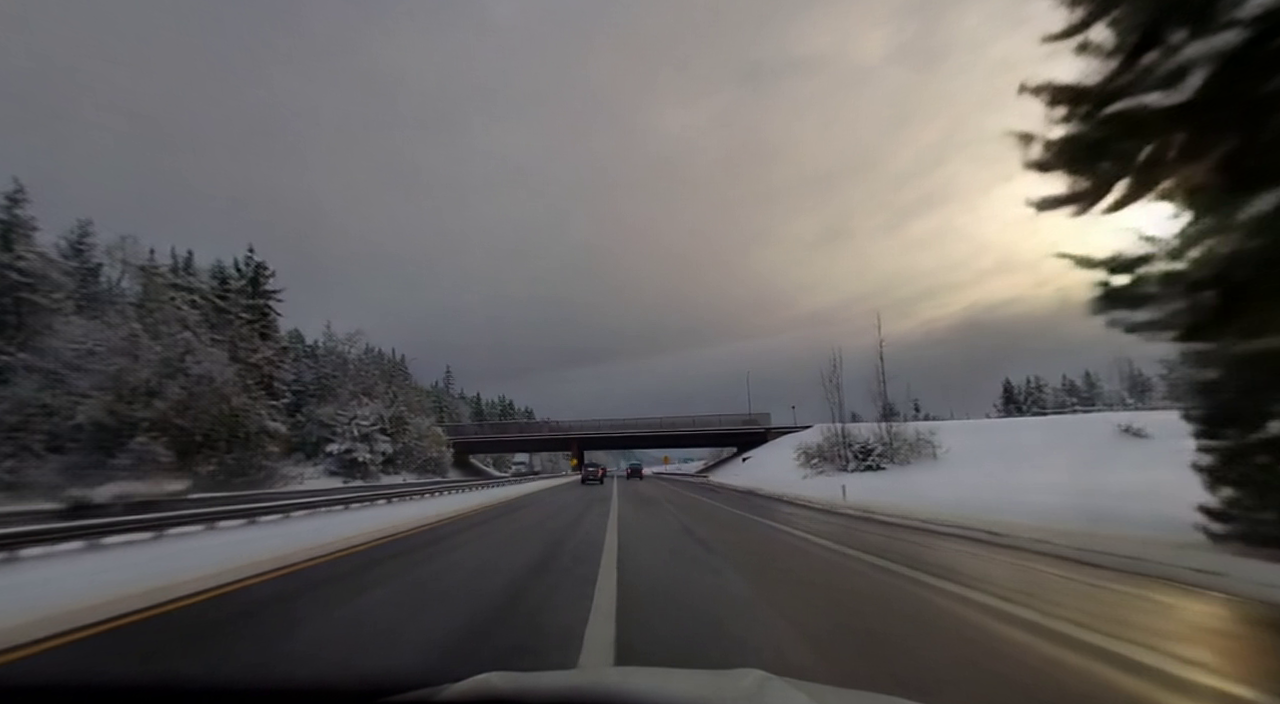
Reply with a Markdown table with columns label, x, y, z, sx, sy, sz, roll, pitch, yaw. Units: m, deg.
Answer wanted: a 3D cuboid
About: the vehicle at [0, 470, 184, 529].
| label | x | y | z | sx | sy | sz | roll | pitch | yaw |
| --- | --- | --- | --- | --- | --- | --- | --- | --- | --- |
| vehicle | -15.322 | 4.109 | 17.947 | 1.708 | 1.455 | 4.012 | 1 | -11 | -2 |
